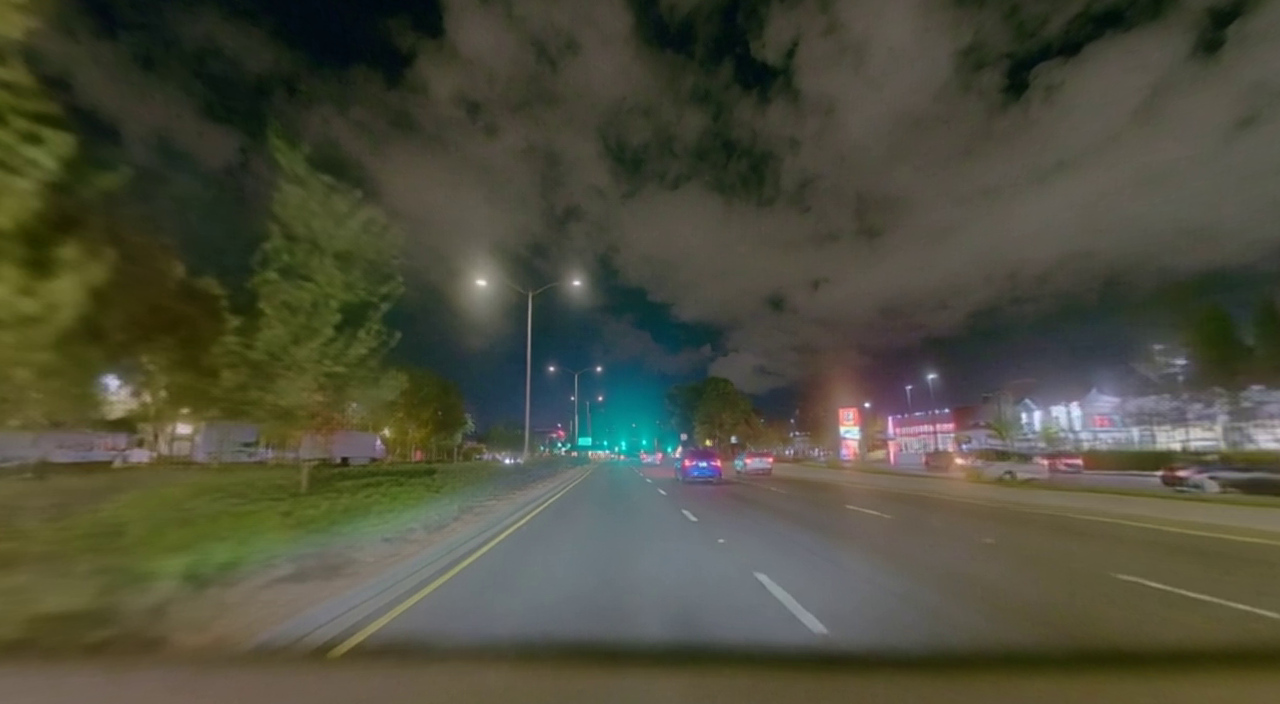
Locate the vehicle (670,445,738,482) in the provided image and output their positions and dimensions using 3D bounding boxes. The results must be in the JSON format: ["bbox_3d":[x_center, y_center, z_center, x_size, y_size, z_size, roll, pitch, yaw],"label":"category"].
[{"bbox_3d":[2.628,4.737,27.114,2.256,1.451,4.313,1,-9,-3],"label":"vehicle"}]

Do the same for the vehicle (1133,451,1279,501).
[{"bbox_3d":[18.651,3.889,20.015,4.727,1.433,2.088,2,-9,-13],"label":"vehicle"}]

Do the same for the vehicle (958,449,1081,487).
[{"bbox_3d":[16.511,5.011,27.443,4.486,1.532,1.939,3,-9,-15],"label":"vehicle"}]

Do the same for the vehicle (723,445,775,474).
[{"bbox_3d":[5.947,5.914,34.890,1.886,1.528,4.169,1,-9,-4],"label":"vehicle"}]
